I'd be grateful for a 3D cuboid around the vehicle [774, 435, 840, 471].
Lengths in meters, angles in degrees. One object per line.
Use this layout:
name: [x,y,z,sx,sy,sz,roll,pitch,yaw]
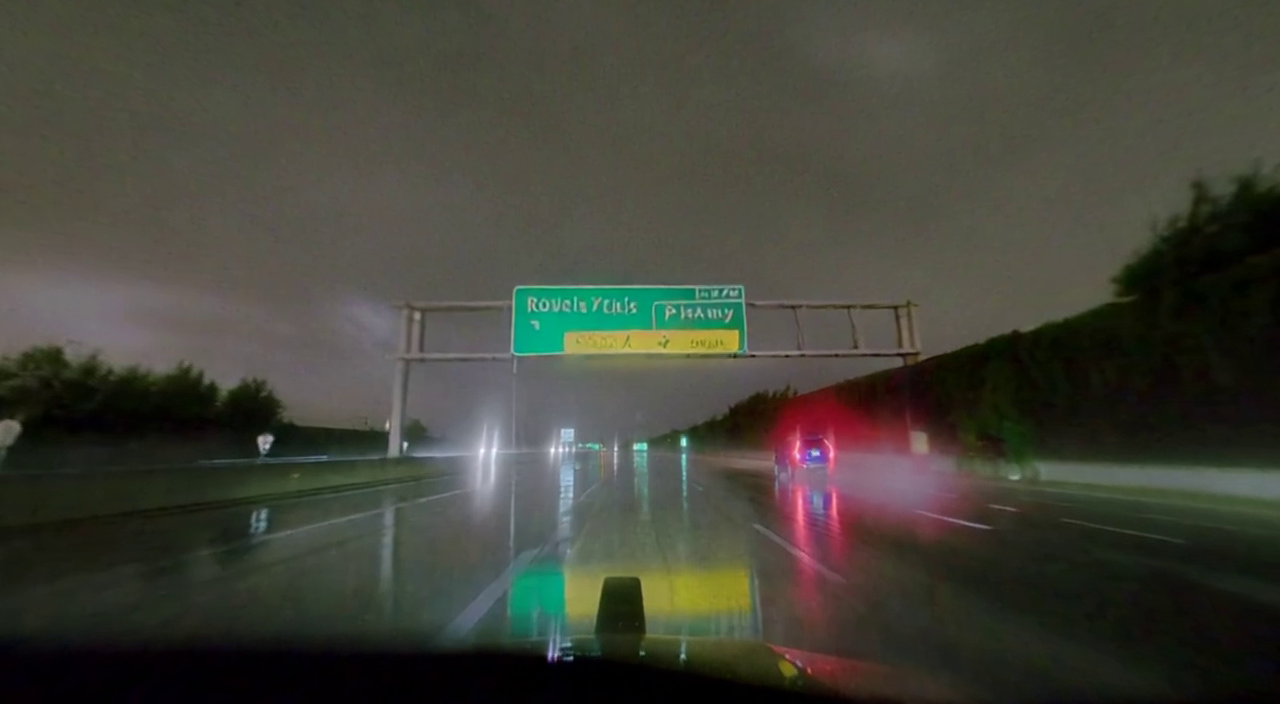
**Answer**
vehicle: [8.653,5.283,33.029,2.091,1.711,4.383,0,-9,-3]
